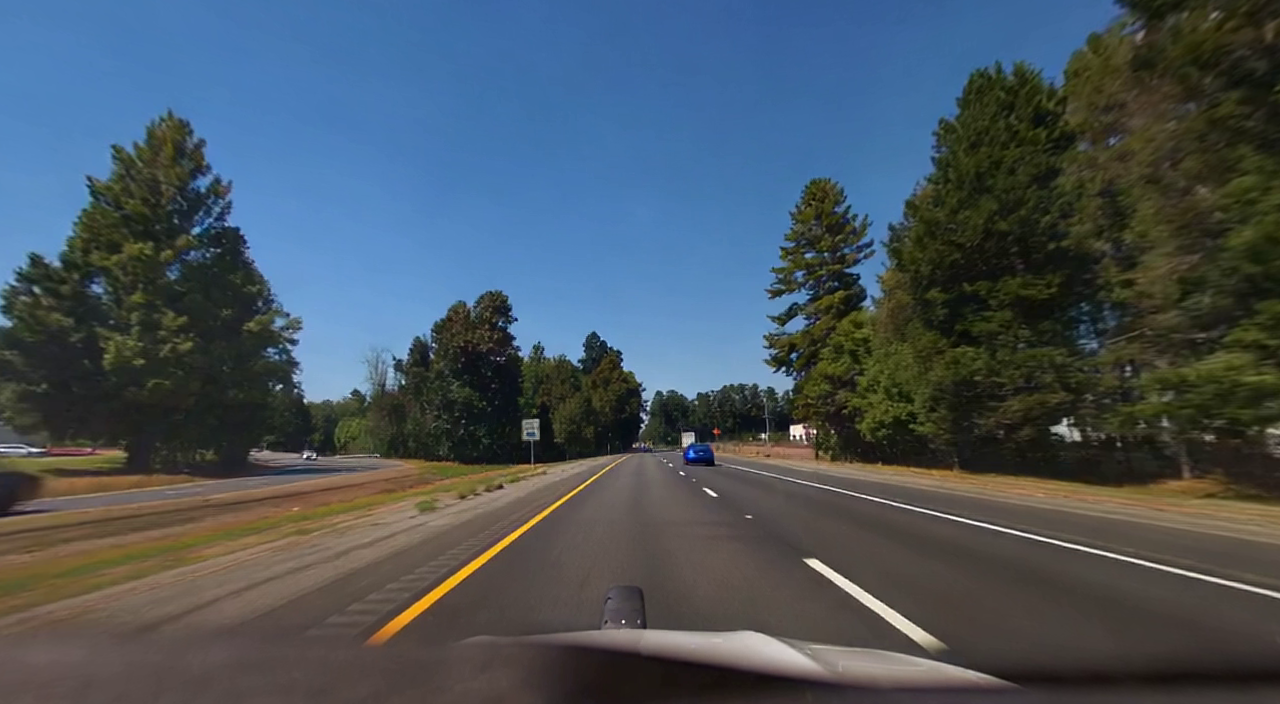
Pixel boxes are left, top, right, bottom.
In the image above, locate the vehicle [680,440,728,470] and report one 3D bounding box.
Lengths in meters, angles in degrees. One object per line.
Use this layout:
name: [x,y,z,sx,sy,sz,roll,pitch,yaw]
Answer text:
vehicle: [3.467,5.693,34.794,2.079,1.531,3.997,0,-8,-2]
